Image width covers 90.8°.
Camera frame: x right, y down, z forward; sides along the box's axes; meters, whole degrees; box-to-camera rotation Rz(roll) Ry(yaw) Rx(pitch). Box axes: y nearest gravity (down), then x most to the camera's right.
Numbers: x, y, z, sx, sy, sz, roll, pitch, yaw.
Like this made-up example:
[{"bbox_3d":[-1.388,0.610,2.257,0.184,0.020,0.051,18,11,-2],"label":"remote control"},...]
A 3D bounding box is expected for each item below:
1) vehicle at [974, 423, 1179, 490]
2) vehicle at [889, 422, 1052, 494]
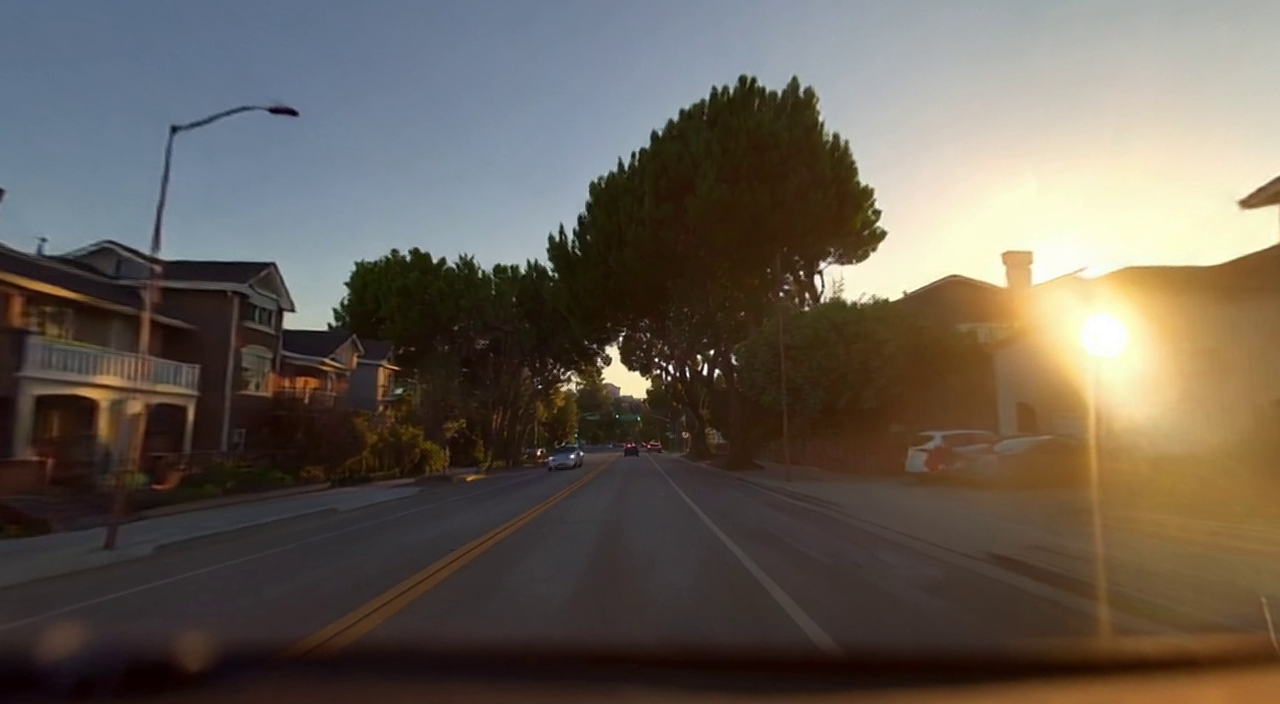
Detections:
[{"bbox_3d":[12.031,2.943,17.991,2.181,1.530,4.867,-2,-9,-3],"label":"vehicle"},{"bbox_3d":[9.230,3.026,18.258,2.121,1.785,4.693,0,-9,0],"label":"vehicle"}]
